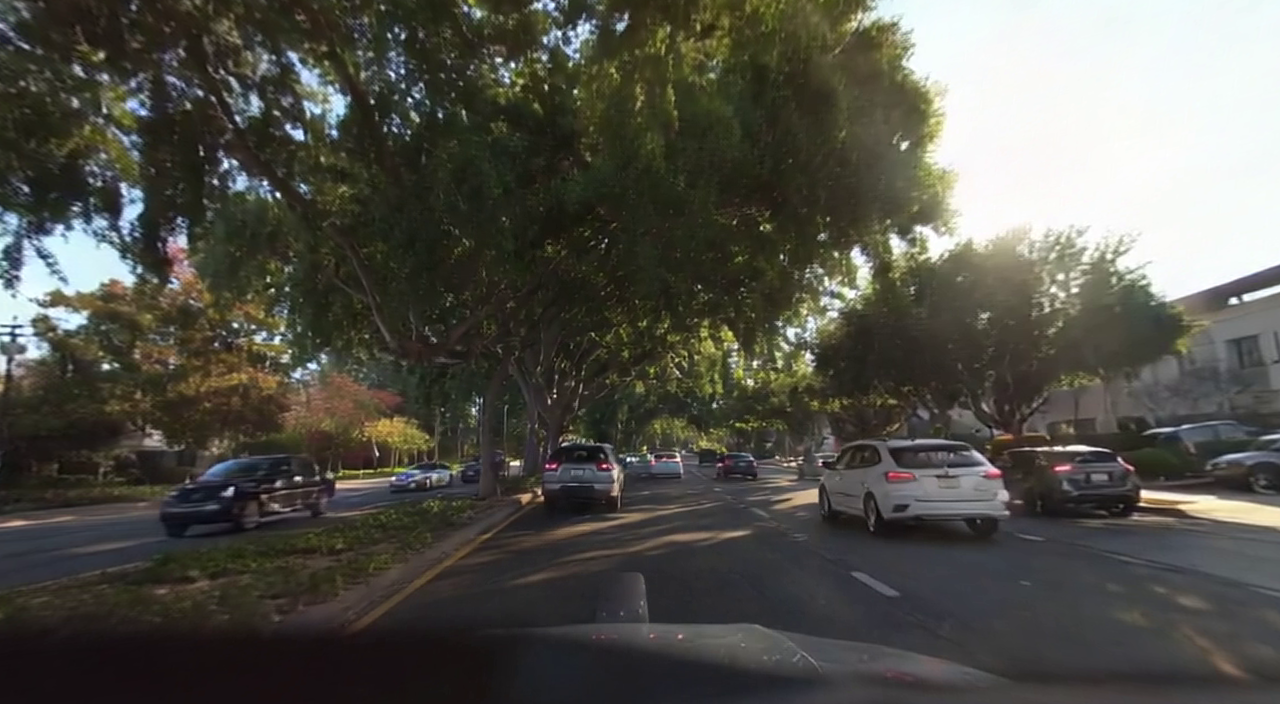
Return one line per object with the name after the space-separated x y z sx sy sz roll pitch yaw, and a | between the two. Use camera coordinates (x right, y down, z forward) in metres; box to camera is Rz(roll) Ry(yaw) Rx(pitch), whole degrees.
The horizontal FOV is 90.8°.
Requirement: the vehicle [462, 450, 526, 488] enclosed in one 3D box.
-7.372 5.911 32.352 2.026 1.755 4.430 -1 -8 3 | vehicle

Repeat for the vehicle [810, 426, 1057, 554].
4.581 2.208 10.831 2.220 1.715 4.335 0 -8 2 | vehicle

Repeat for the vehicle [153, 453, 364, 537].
-8.054 3.004 13.908 1.966 1.489 4.099 0 -8 2 | vehicle

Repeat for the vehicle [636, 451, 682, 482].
0.969 5.746 31.927 2.161 1.445 3.772 0 -8 2 | vehicle

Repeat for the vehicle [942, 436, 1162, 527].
8.865 2.787 14.206 2.168 1.709 4.289 -1 -8 3 | vehicle

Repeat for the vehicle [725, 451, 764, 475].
6.906 7.402 42.274 2.175 1.477 4.520 -1 -8 5 | vehicle

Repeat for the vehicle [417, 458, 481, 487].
-10.861 6.865 36.215 2.126 1.434 4.305 -1 -8 3 | vehicle

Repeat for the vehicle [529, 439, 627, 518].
-1.441 3.001 15.516 2.106 1.655 3.717 0 -8 -3 | vehicle
